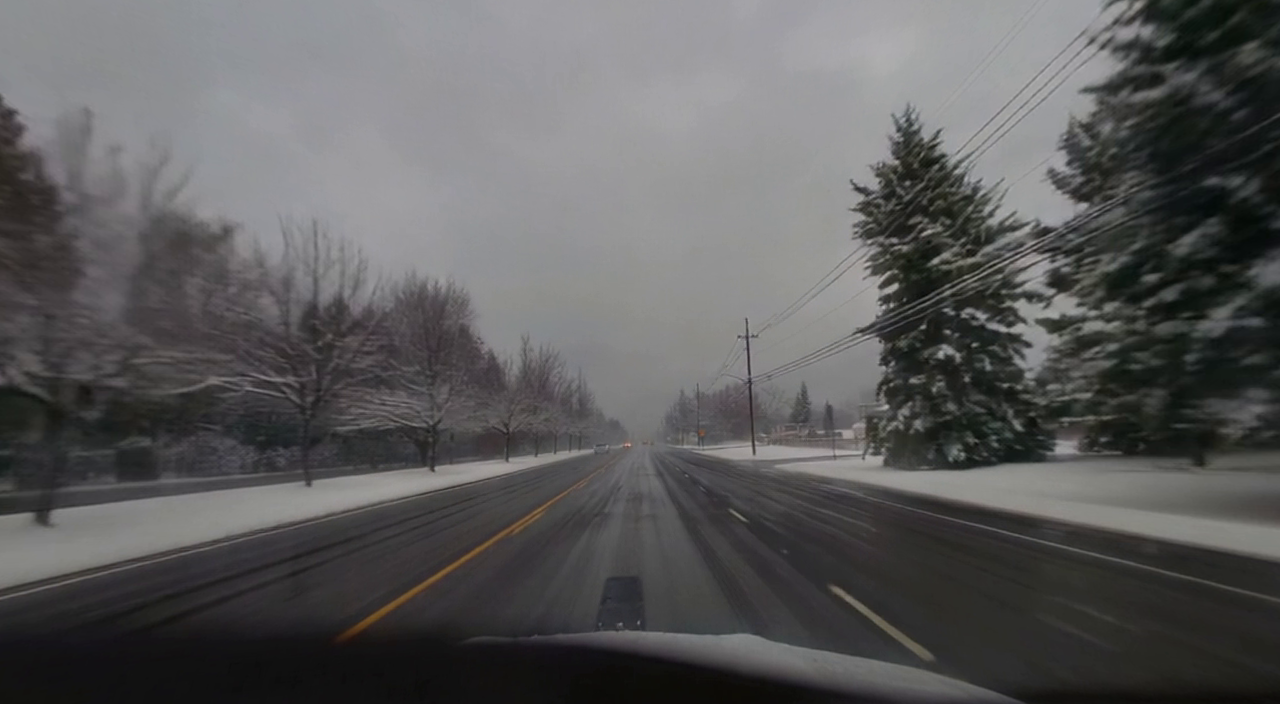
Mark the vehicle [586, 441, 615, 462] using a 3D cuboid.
[{"bbox_3d":[-3.008,7.698,48.697,2.007,1.514,4.049,0,-9,1],"label":"vehicle"}]
